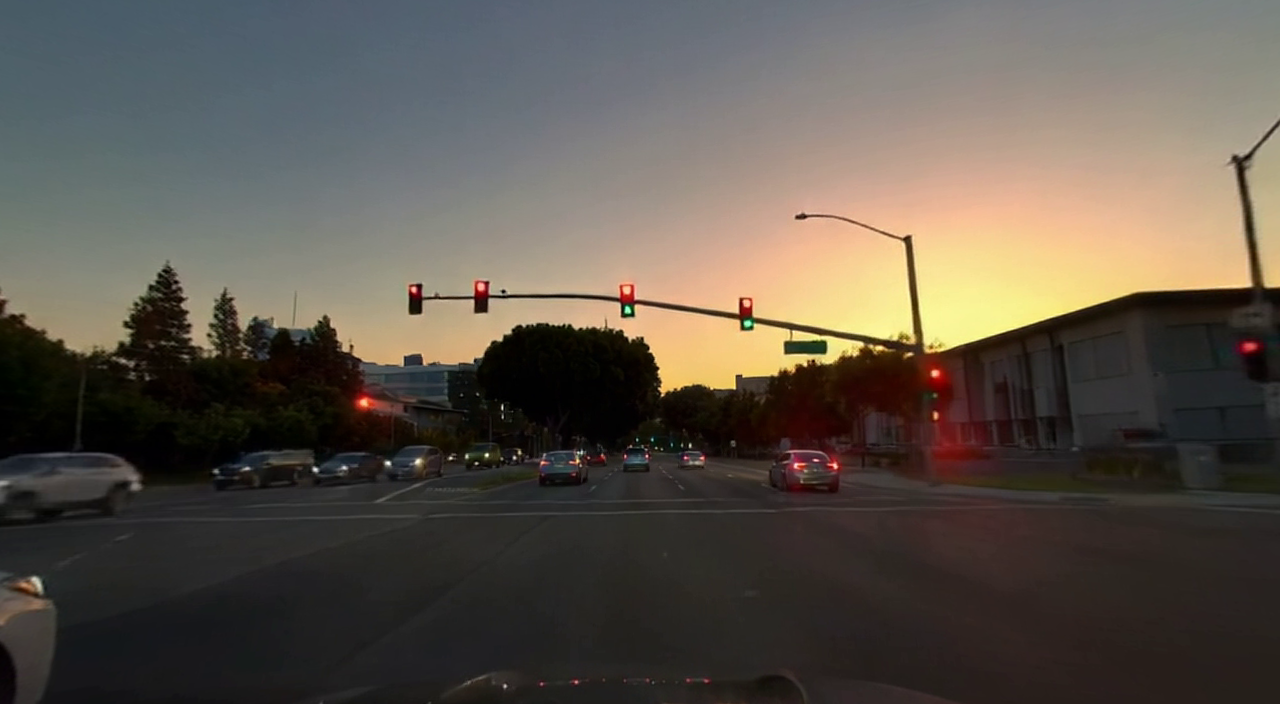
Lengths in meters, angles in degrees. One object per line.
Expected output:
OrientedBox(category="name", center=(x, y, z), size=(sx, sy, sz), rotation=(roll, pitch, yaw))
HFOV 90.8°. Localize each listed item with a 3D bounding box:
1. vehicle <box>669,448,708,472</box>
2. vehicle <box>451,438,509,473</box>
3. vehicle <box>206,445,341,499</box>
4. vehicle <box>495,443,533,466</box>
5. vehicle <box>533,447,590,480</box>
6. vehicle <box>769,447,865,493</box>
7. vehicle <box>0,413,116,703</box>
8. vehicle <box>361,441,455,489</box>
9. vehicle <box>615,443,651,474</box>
OrientedBox(category="vehicle", center=(2.978, 6.739, 39.631), size=(2.014, 1.430, 4.103), rotation=(0, -8, -2))
OrientedBox(category="vehicle", center=(-9.211, 5.960, 36.745), size=(2.185, 1.752, 4.599), rotation=(-4, -8, 0))
OrientedBox(category="vehicle", center=(-12.159, 3.967, 21.389), size=(1.975, 1.450, 4.561), rotation=(-4, -8, -1))
OrientedBox(category="vehicle", center=(-9.371, 7.685, 47.426), size=(2.026, 1.639, 4.496), rotation=(0, -8, -1))
OrientedBox(category="vehicle", center=(-3.699, 5.332, 30.570), size=(2.163, 1.474, 4.413), rotation=(0, -8, 1))
OrientedBox(category="vehicle", center=(6.198, 4.177, 22.746), size=(2.028, 1.451, 4.625), rotation=(0, -8, -2))
OrientedBox(category="vehicle", center=(-3.658, 0.749, 0.947), size=(2.018, 1.476, 4.364), rotation=(0, -8, -1))
OrientedBox(category="vehicle", center=(-8.975, 4.348, 24.836), size=(1.929, 1.492, 4.430), rotation=(-5, -7, 1))
OrientedBox(category="vehicle", center=(-0.356, 6.275, 37.417), size=(2.008, 1.716, 4.125), rotation=(0, -8, 0))
